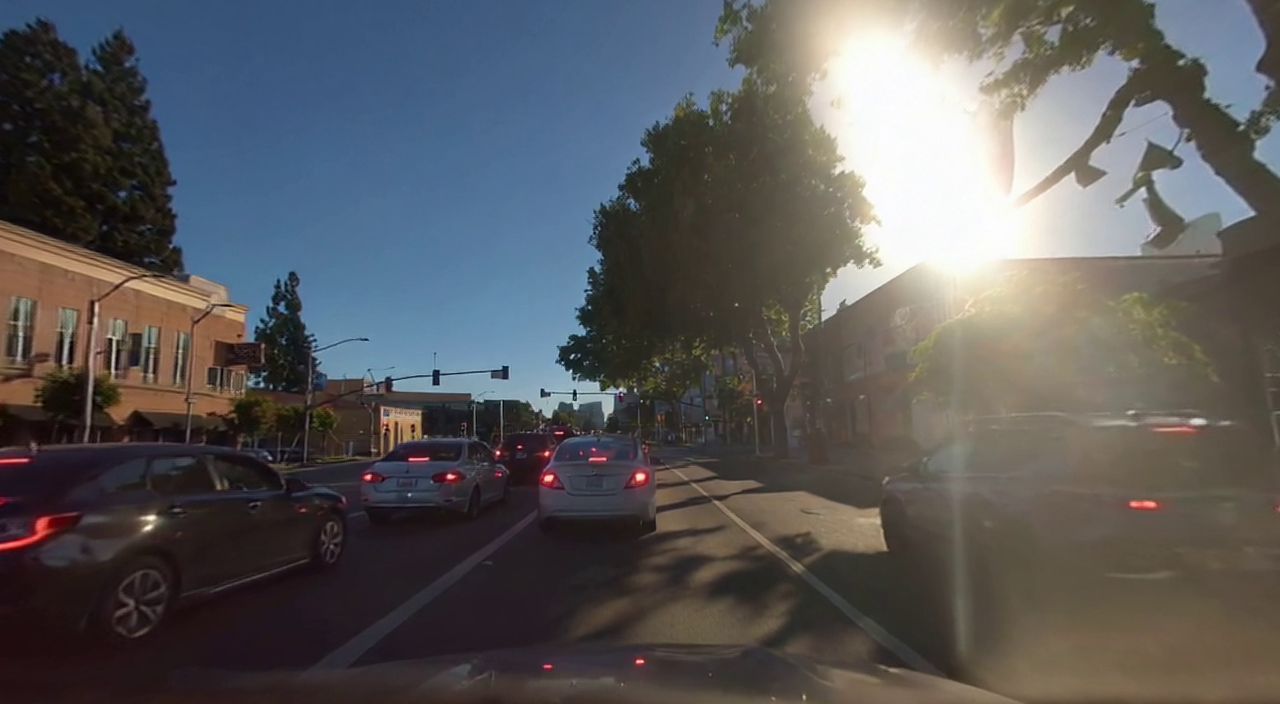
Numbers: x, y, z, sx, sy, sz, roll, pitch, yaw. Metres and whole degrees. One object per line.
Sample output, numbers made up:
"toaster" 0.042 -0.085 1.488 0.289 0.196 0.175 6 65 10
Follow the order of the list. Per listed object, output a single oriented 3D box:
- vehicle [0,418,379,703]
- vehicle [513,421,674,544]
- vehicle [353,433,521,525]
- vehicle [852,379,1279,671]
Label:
"vehicle" -4.127 1.383 5.247 2.020 1.457 4.496 0 -8 0
"vehicle" -0.617 1.963 10.091 2.042 1.555 3.912 0 -8 -1
"vehicle" -3.734 2.400 12.480 1.950 1.487 4.130 0 -9 0
"vehicle" 3.780 1.299 5.819 2.097 1.651 4.300 0 -9 -1
